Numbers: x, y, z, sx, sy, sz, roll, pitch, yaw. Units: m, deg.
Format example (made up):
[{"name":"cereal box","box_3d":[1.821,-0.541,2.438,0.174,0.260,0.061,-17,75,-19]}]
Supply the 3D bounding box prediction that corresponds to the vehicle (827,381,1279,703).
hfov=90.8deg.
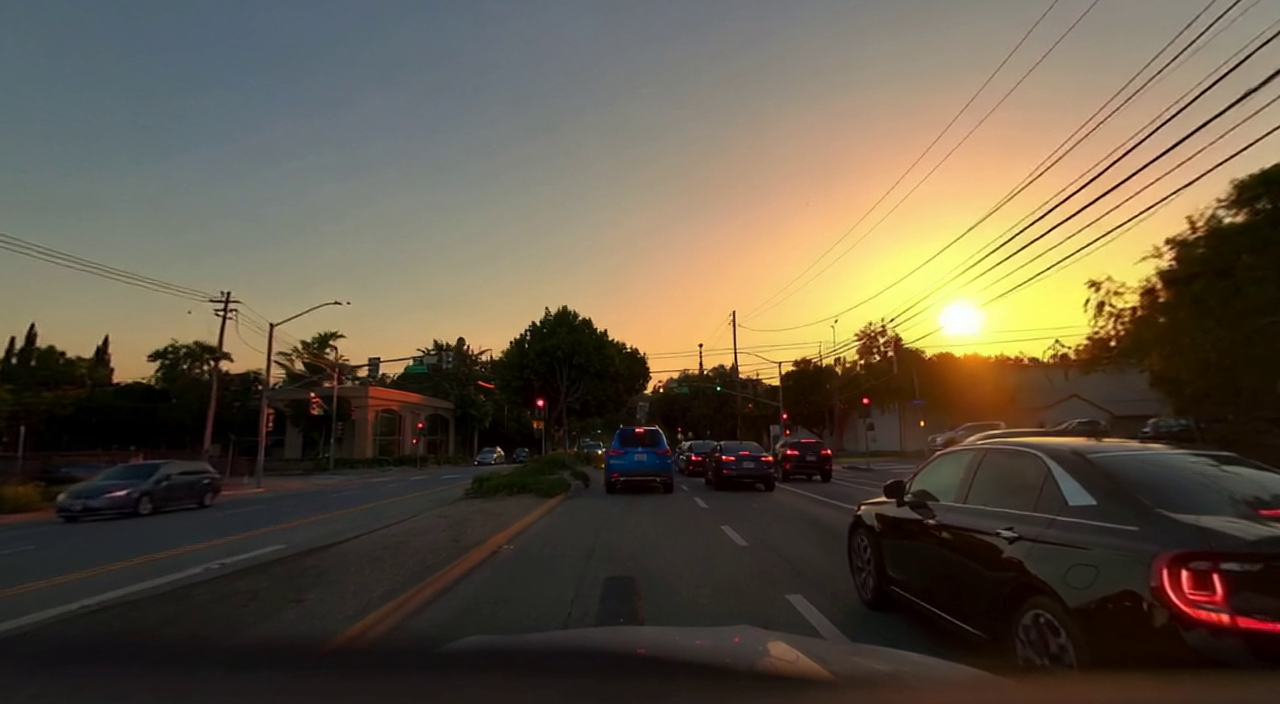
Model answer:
[{"name":"vehicle","box_3d":[2.756,1.084,3.572,2.004,1.460,4.297,0,-9,-1]}]

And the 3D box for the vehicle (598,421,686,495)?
[{"name":"vehicle","box_3d":[0.029,3.054,18.559,2.236,1.856,4.816,0,-9,0]}]

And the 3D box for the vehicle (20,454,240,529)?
[{"name":"vehicle","box_3d":[-12.175,3.310,15.595,1.952,1.475,4.442,0,-9,-4]}]

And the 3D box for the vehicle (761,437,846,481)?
[{"name":"vehicle","box_3d":[5.902,3.918,23.391,1.926,1.472,4.449,0,-9,-1]}]

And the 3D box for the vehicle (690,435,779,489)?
[{"name":"vehicle","box_3d":[2.800,3.398,19.803,2.025,1.477,4.333,0,-9,-1]}]
